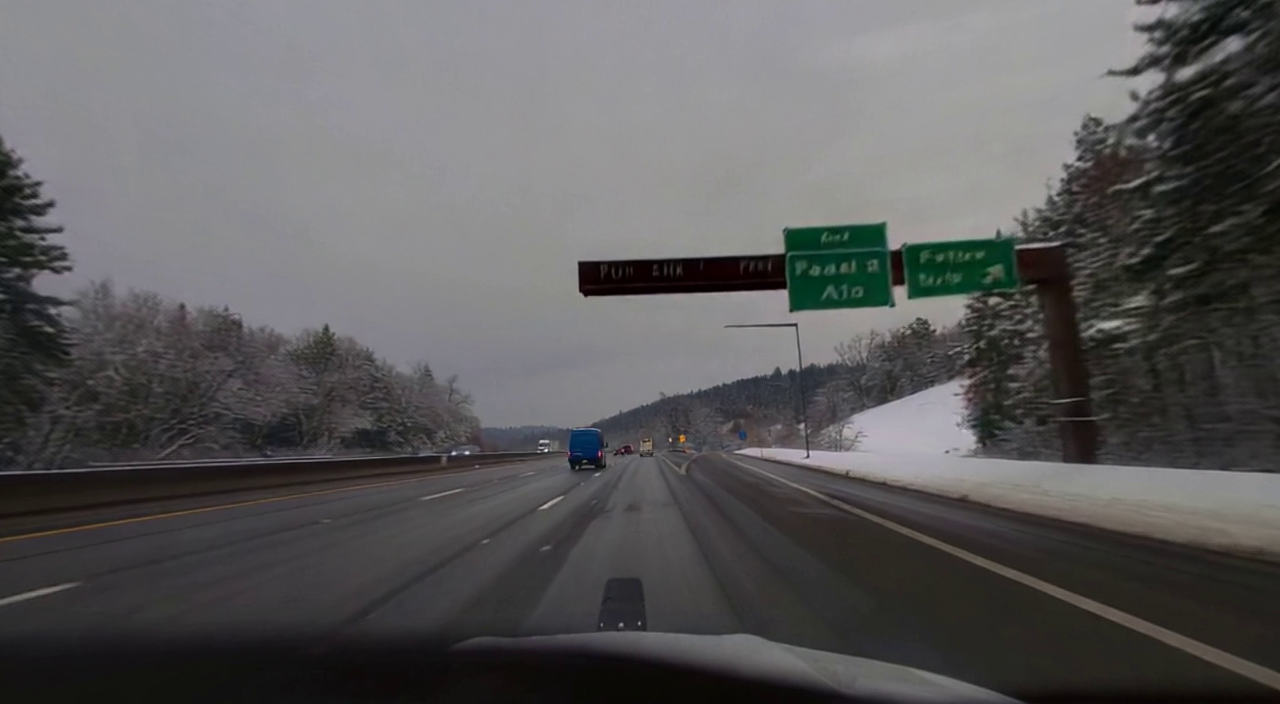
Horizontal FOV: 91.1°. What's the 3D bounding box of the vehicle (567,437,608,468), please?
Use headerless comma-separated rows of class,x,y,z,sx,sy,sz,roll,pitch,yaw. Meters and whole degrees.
vehicle,-3.233,6.289,39.433,2.169,1.849,4.639,0,-8,0
